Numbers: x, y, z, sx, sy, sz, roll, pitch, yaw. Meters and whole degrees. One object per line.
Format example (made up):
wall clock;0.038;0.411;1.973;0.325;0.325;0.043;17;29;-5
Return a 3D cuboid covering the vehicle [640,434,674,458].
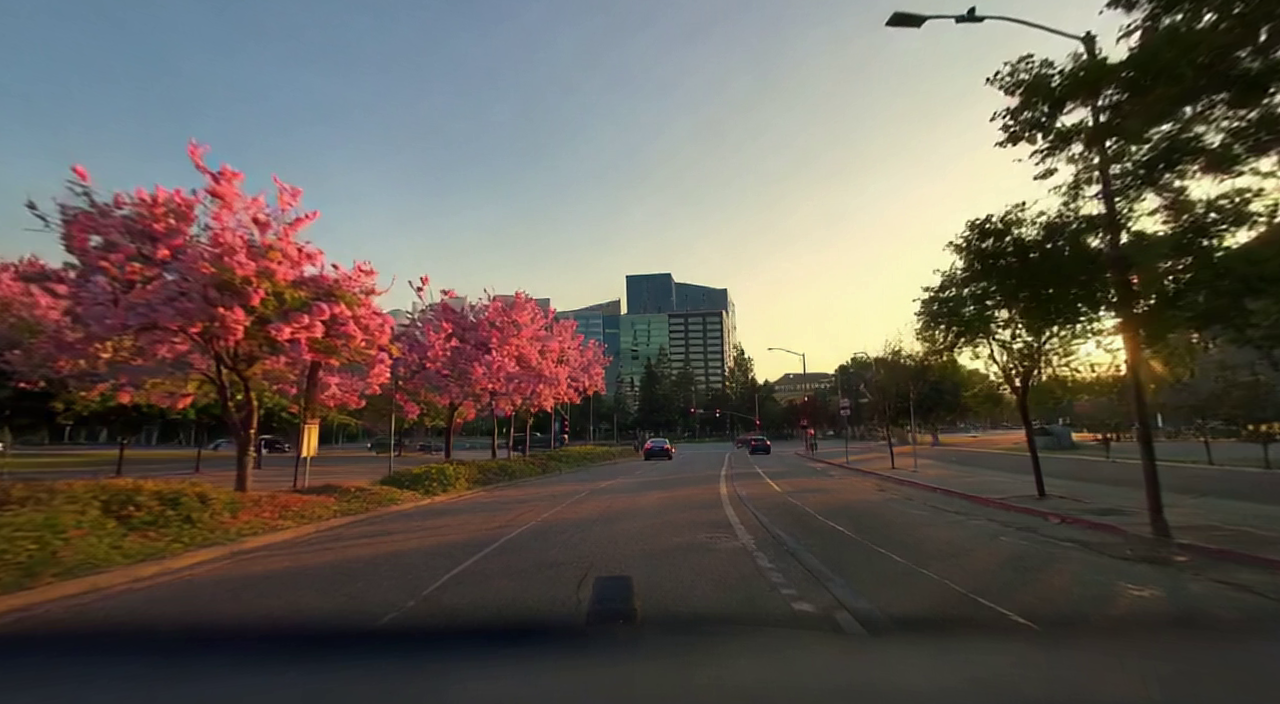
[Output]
vehicle;1.326;6.969;46.913;1.995;1.703;4.367;-1;-9;8
